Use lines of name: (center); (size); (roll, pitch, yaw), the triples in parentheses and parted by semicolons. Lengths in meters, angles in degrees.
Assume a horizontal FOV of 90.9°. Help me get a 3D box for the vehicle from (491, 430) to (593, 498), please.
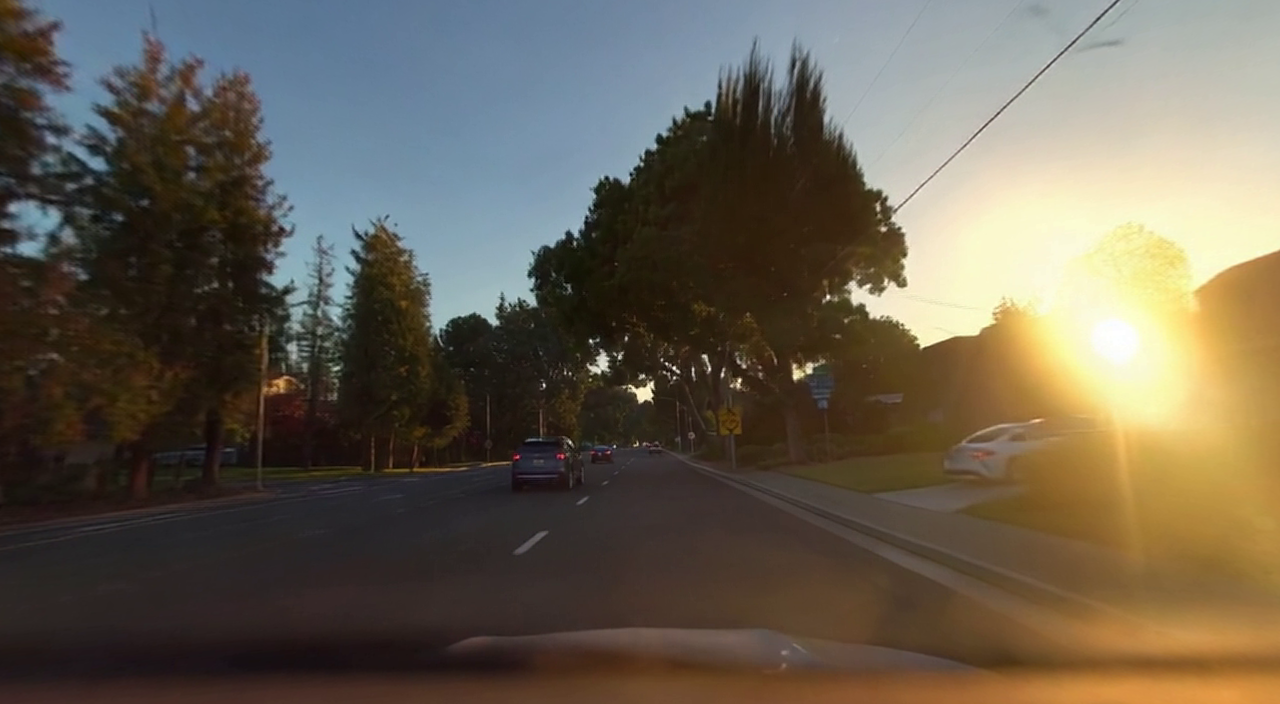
vehicle: (-2.779, 3.311, 18.987); (2.190, 1.766, 4.394); (0, -9, 2)

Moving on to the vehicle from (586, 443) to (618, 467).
vehicle: (-2.490, 6.833, 42.013); (1.802, 1.528, 3.490); (0, -9, 1)

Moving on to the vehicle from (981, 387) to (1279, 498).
vehicle: (9.954, 1.817, 12.717); (4.944, 2.023, 1.973); (0, -8, 1)
